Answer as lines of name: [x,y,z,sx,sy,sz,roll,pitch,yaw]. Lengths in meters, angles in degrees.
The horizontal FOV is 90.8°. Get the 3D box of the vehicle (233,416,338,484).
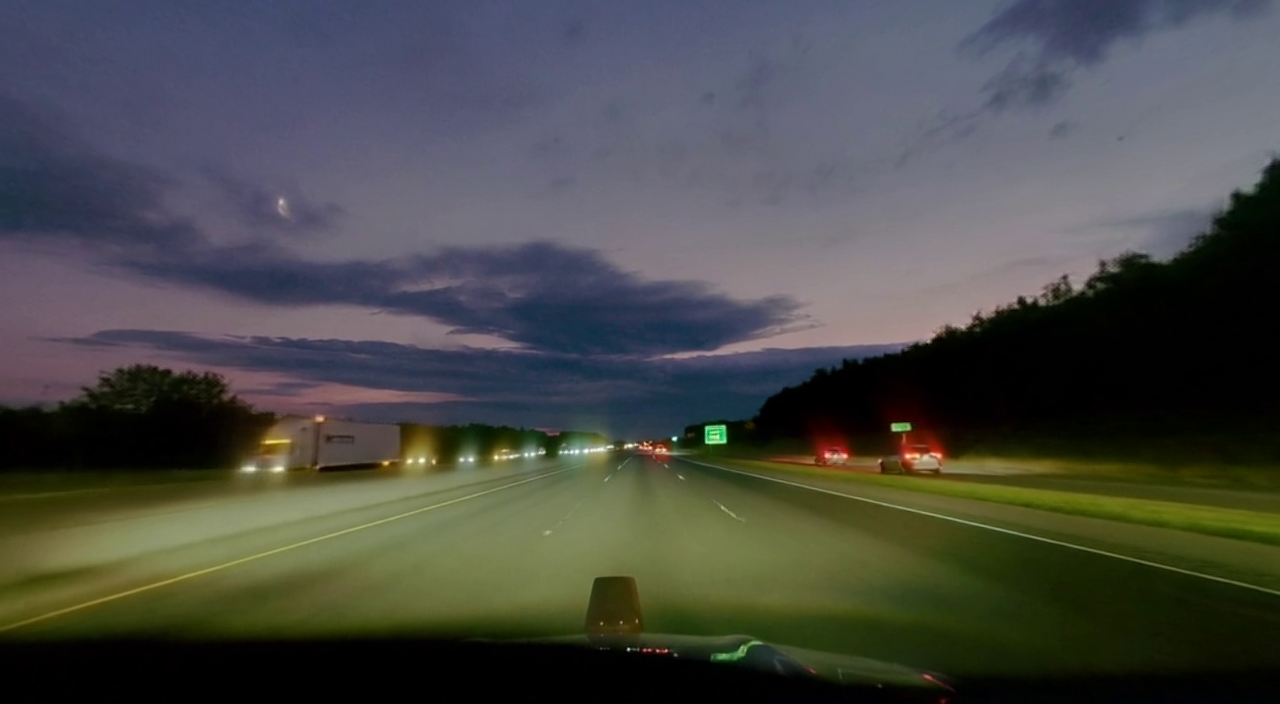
vehicle: [-22.625,6.313,40.748,2.958,4.036,6.355,0,-9,0]
